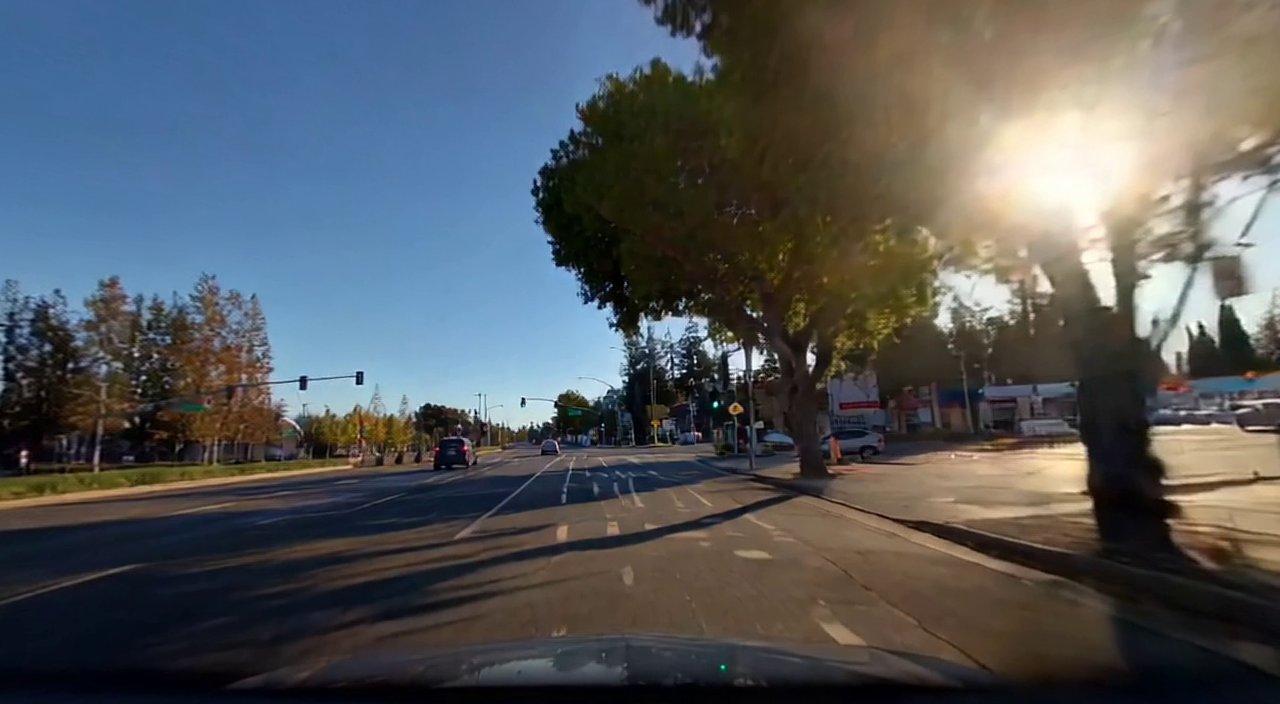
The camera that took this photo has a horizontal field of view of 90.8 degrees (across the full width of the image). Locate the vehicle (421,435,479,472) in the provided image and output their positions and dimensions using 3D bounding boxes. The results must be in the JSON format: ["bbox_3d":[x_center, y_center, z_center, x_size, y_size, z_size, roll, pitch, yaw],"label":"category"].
[{"bbox_3d":[-9.819,5.272,33.004,1.985,1.772,4.479,0,-8,-4],"label":"vehicle"}]

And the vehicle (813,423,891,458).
[{"bbox_3d":[10.178,4.281,30.746,2.076,1.505,4.770,-1,-7,-1],"label":"vehicle"}]
